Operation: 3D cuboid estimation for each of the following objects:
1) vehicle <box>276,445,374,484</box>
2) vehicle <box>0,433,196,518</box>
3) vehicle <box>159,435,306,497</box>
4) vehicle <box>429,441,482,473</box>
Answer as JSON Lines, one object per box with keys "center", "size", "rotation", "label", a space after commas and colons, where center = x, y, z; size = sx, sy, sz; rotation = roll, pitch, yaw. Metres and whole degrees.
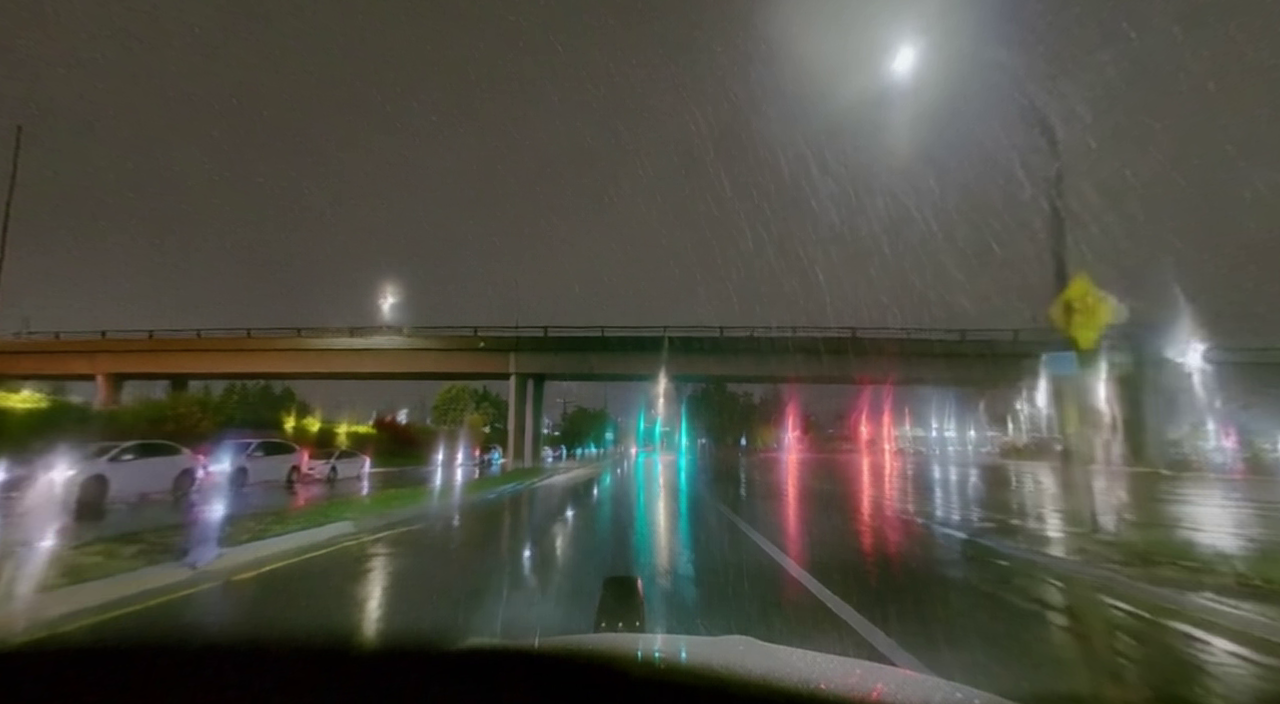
{"center": [-13.513, 4.900, 27.449], "size": [1.847, 1.498, 4.368], "rotation": [1, -10, 2], "label": "vehicle"}
{"center": [-13.376, 2.888, 15.367], "size": [1.903, 1.703, 4.346], "rotation": [2, -9, 0], "label": "vehicle"}
{"center": [-13.533, 3.784, 21.383], "size": [1.886, 1.801, 4.337], "rotation": [2, -8, 3], "label": "vehicle"}
{"center": [-12.815, 7.311, 44.247], "size": [2.136, 2.016, 5.354], "rotation": [2, -9, -1], "label": "vehicle"}
